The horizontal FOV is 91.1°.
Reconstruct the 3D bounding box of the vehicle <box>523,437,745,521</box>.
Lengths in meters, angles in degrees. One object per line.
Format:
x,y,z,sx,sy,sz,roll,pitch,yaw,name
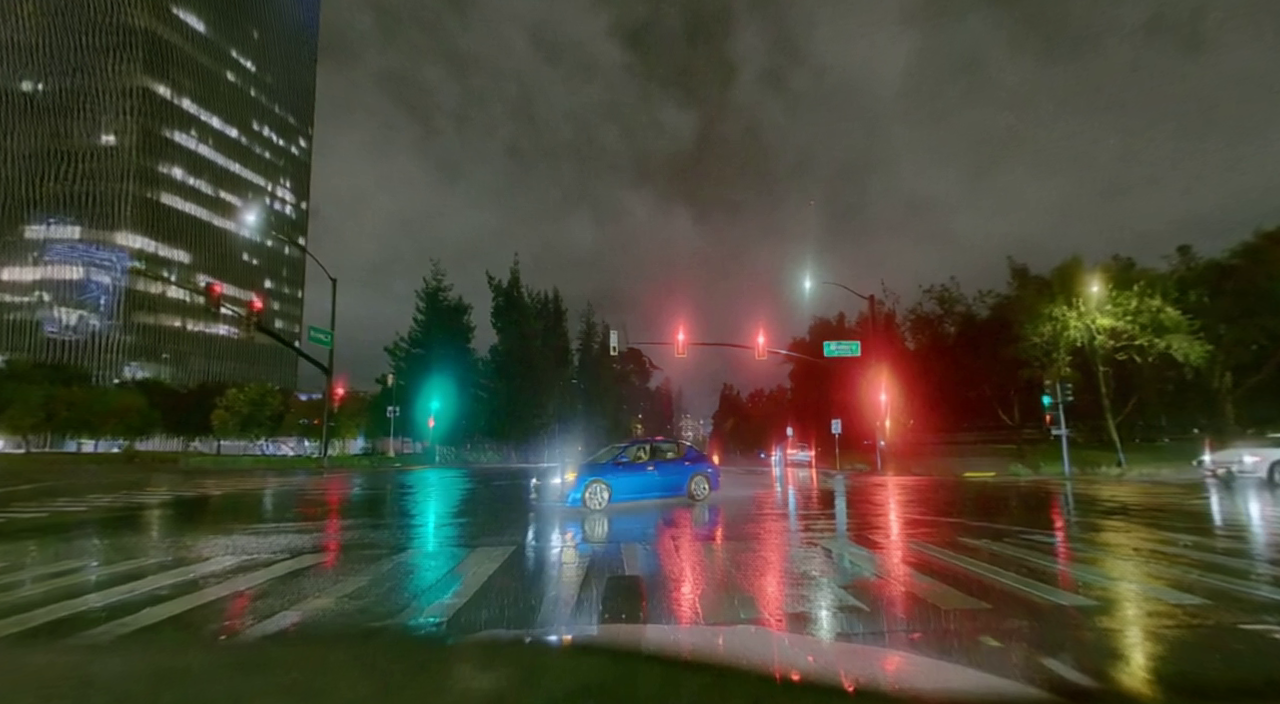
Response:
0.039,2.656,13.727,4.802,1.491,1.924,8,-12,-43,vehicle
